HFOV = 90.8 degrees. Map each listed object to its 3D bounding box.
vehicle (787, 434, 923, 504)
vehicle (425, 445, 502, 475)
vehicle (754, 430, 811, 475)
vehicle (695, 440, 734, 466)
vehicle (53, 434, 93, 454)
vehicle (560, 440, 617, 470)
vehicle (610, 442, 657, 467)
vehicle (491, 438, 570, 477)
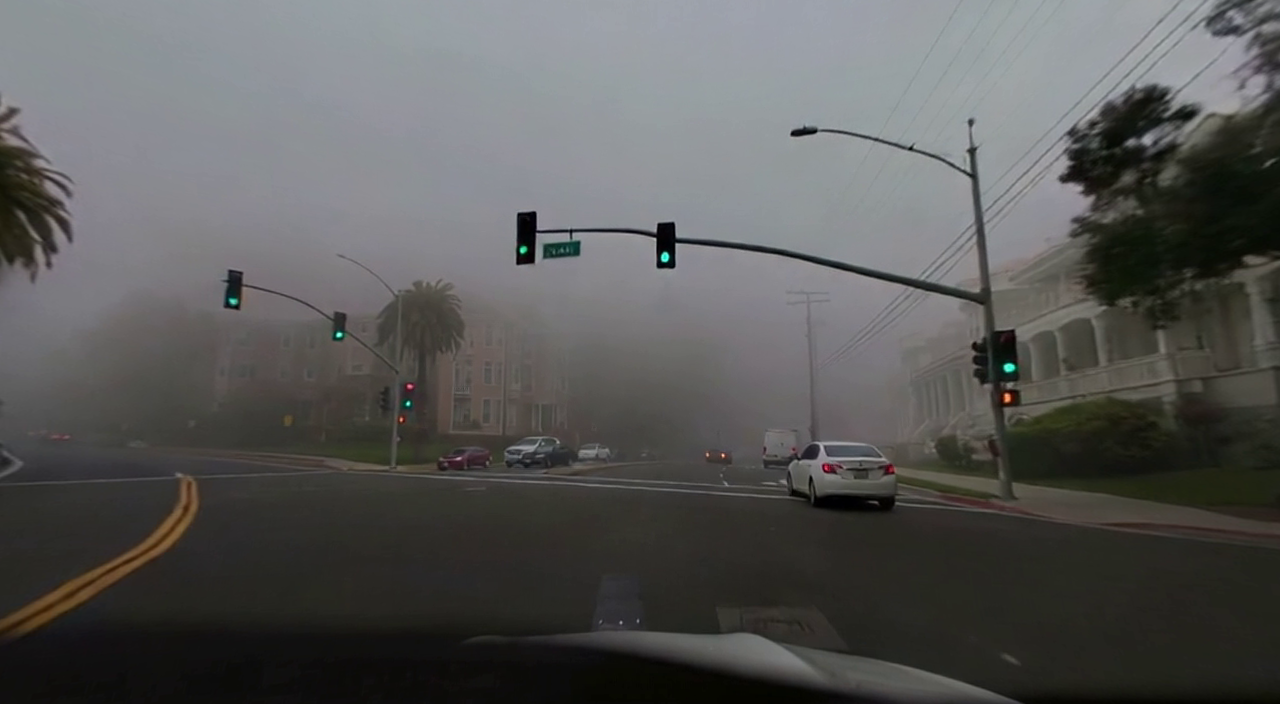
[{"bbox_3d":[5.377,2.976,16.546,2.096,1.552,4.519,0,-8,2],"label":"vehicle"},{"bbox_3d":[-8.582,5.245,31.013,1.891,1.358,3.828,-2,-9,16],"label":"vehicle"},{"bbox_3d":[6.725,4.787,30.298,2.109,2.002,4.424,-1,-8,6],"label":"vehicle"},{"bbox_3d":[4.805,6.434,40.450,1.923,1.576,4.026,-2,-9,14],"label":"vehicle"},{"bbox_3d":[-42.533,6.895,47.319,2.013,1.442,4.173,7,-11,-42],"label":"vehicle"},{"bbox_3d":[-2.916,5.928,36.649,1.852,1.498,4.238,-5,-9,16],"label":"vehicle"},{"bbox_3d":[-0.418,7.468,46.268,2.081,1.453,4.698,-5,-7,16],"label":"vehicle"},{"bbox_3d":[-5.085,4.961,30.134,1.959,1.515,4.668,-2,-6,14],"label":"vehicle"}]
